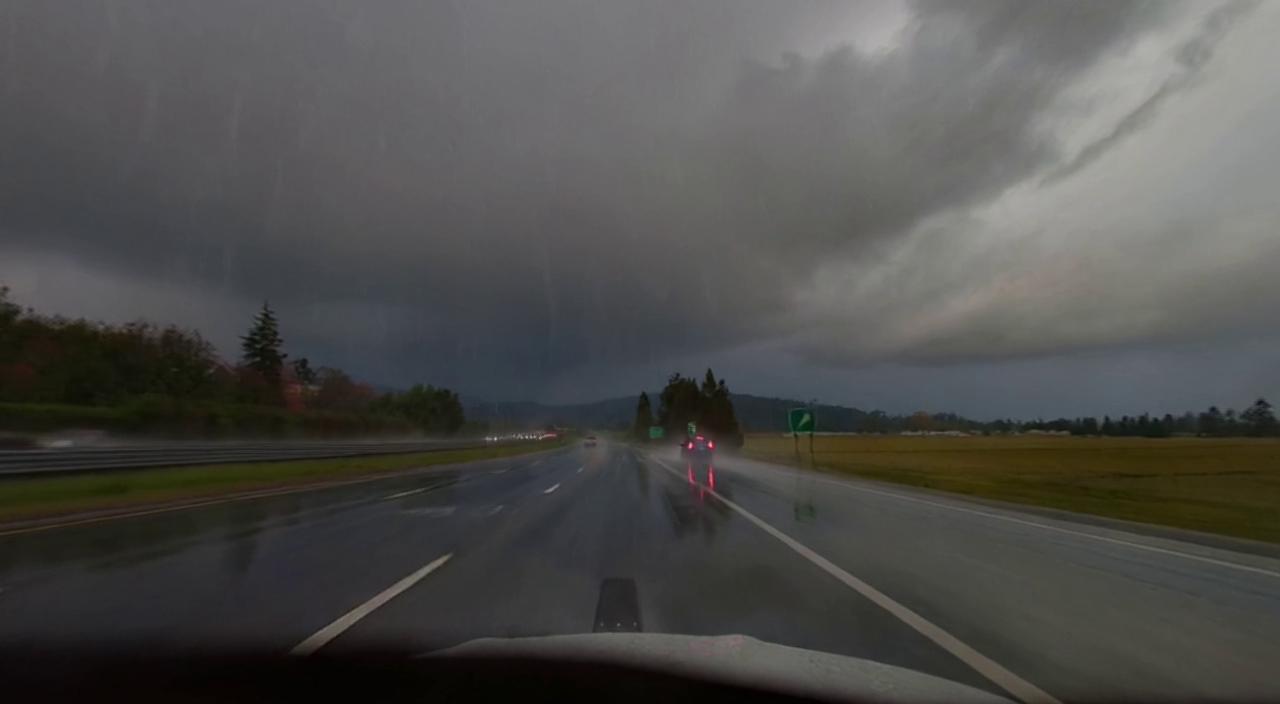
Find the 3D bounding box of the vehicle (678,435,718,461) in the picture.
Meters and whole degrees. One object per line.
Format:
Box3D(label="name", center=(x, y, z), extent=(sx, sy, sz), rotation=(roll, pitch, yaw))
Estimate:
Box3D(label="vehicle", center=(3.788, 6.351, 41.953), extent=(2.084, 1.614, 4.762), rotation=(0, -8, -1))
